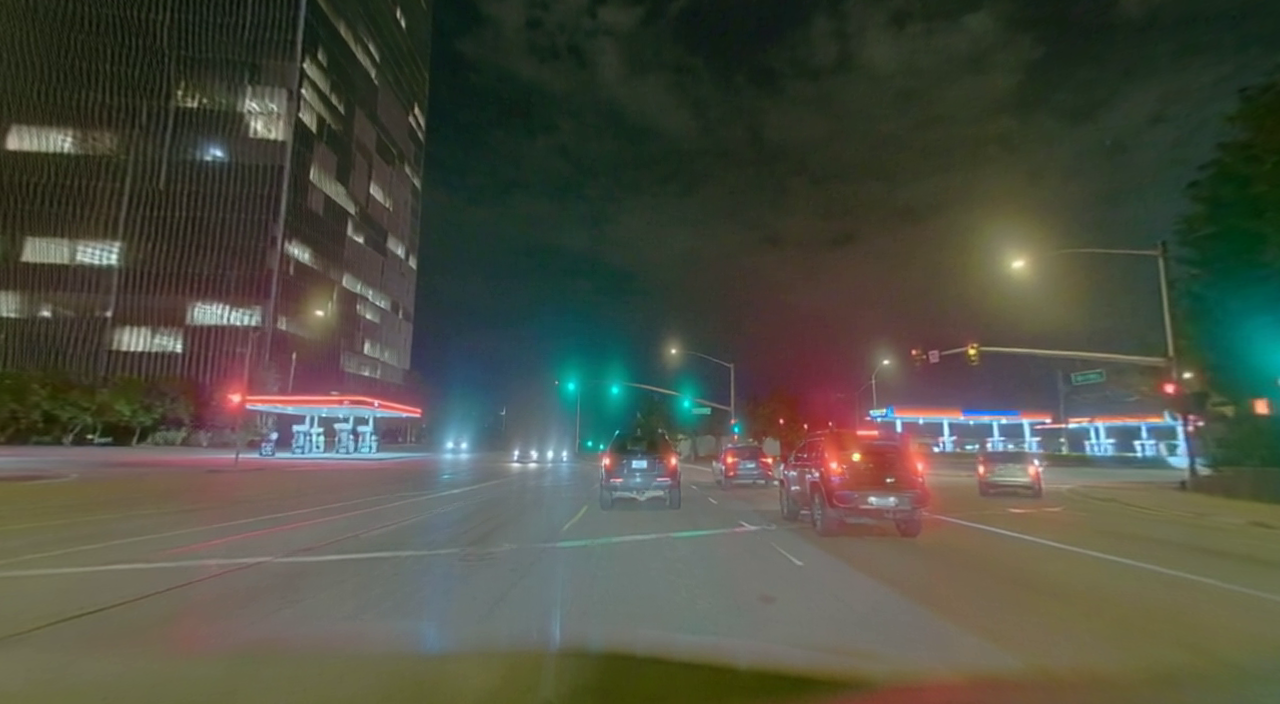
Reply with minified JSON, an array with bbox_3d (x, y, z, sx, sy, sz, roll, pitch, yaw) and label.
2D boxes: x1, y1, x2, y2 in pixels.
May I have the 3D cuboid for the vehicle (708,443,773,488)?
[{"bbox_3d":[3.786,4.313,24.297,1.800,1.592,3.658,0,-8,-2],"label":"vehicle"}]

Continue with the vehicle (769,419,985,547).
[{"bbox_3d":[3.730,2.131,10.903,2.000,1.745,4.206,0,-8,-1],"label":"vehicle"}]

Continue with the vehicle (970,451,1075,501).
[{"bbox_3d":[13.212,4.262,22.088,2.057,1.473,4.462,-3,-9,17],"label":"vehicle"}]

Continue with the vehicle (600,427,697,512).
[{"bbox_3d":[0.157,2.801,15.481,2.051,1.798,4.168,0,-8,-1],"label":"vehicle"}]

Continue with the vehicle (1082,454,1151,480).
[{"bbox_3d":[31.054,7.421,40.969,4.636,1.542,2.096,6,-10,-34],"label":"vehicle"}]
